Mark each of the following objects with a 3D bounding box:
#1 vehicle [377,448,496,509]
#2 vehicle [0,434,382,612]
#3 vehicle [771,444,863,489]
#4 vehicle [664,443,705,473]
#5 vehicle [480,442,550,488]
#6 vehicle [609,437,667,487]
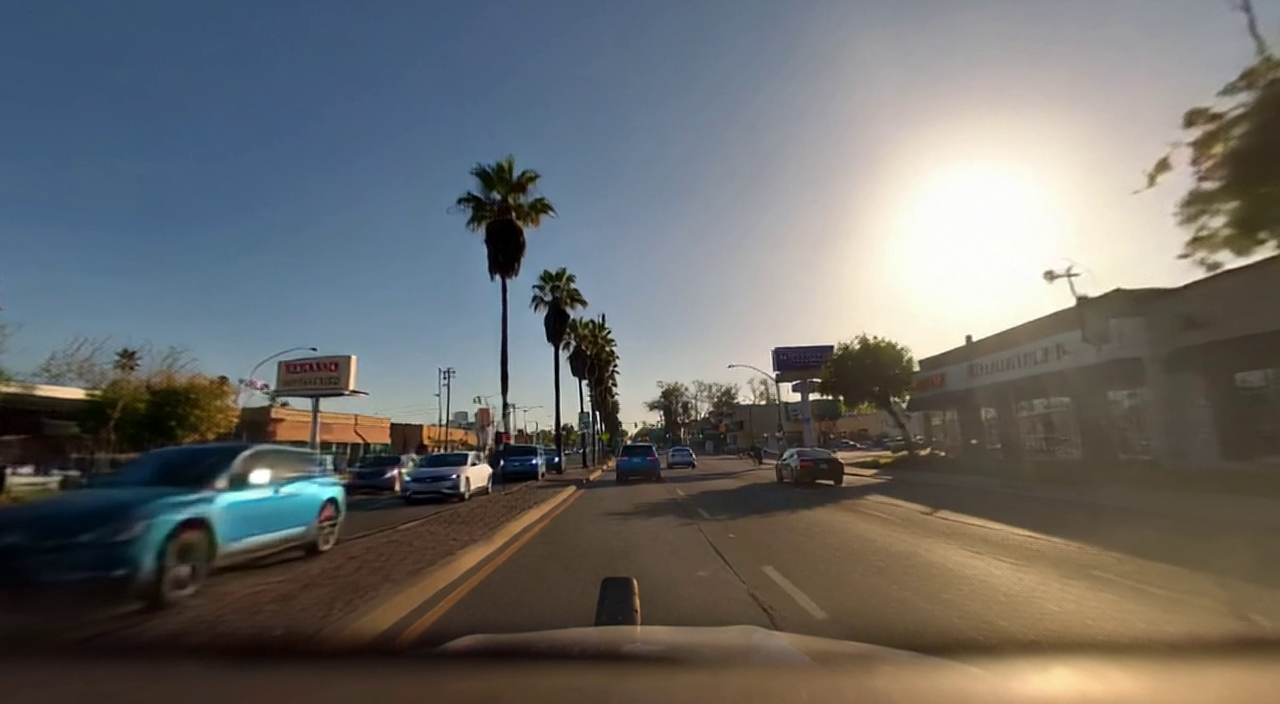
[{"bbox_3d":[-5.656,3.538,18.233,2.017,1.463,4.384,-2,-8,0],"label":"vehicle"},{"bbox_3d":[-5.082,1.828,7.713,2.036,1.541,4.107,-1,-8,1],"label":"vehicle"},{"bbox_3d":[6.275,4.093,22.938,1.944,1.447,4.309,0,-8,-2],"label":"vehicle"},{"bbox_3d":[2.663,6.474,39.006,2.112,1.710,4.234,0,-8,-1],"label":"vehicle"},{"bbox_3d":[-5.247,4.780,27.192,2.160,1.769,4.494,0,-8,-1],"label":"vehicle"},{"bbox_3d":[-0.122,4.360,25.373,2.151,1.787,4.109,0,-8,-1],"label":"vehicle"}]
